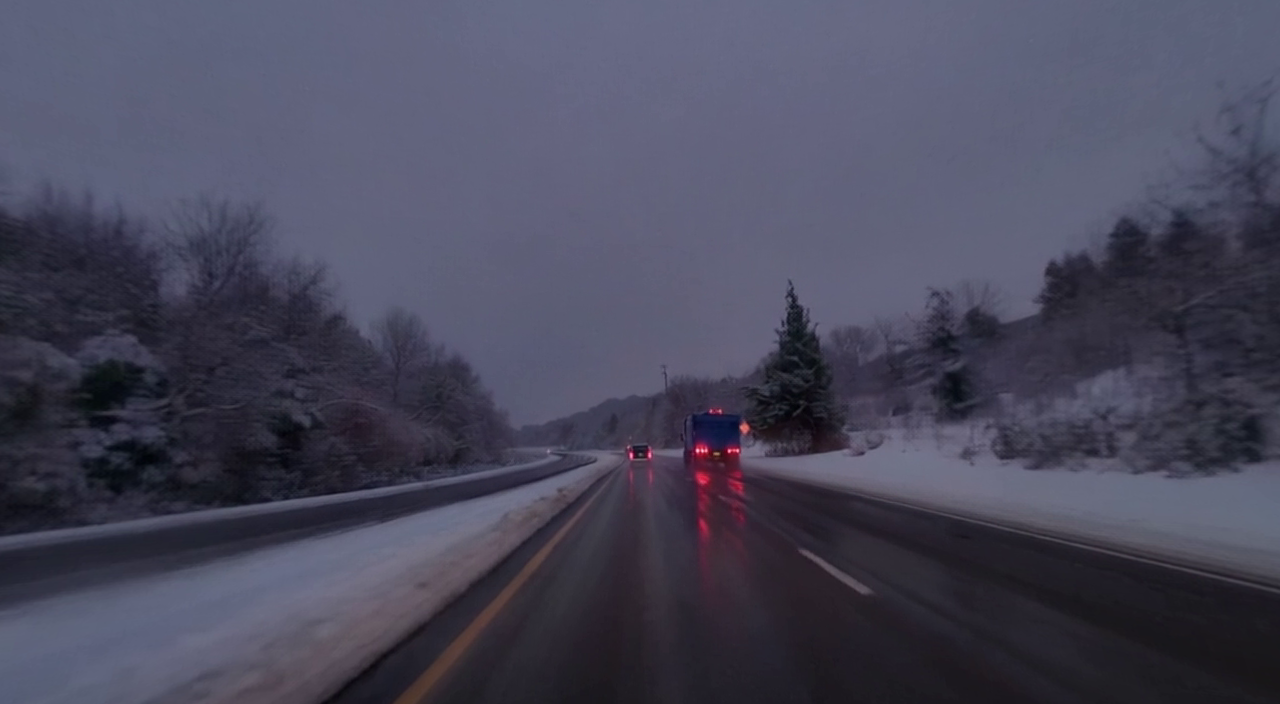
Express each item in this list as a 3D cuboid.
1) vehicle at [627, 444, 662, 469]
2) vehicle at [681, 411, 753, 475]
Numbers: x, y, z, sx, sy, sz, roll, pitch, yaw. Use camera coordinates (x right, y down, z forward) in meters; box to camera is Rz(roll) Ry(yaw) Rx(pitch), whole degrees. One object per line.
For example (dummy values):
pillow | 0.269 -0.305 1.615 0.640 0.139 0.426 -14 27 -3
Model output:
vehicle | 0.327 6.752 40.854 2.170 1.544 4.373 0 -8 1
vehicle | 4.170 5.186 35.900 3.015 3.211 7.982 0 -8 -1
